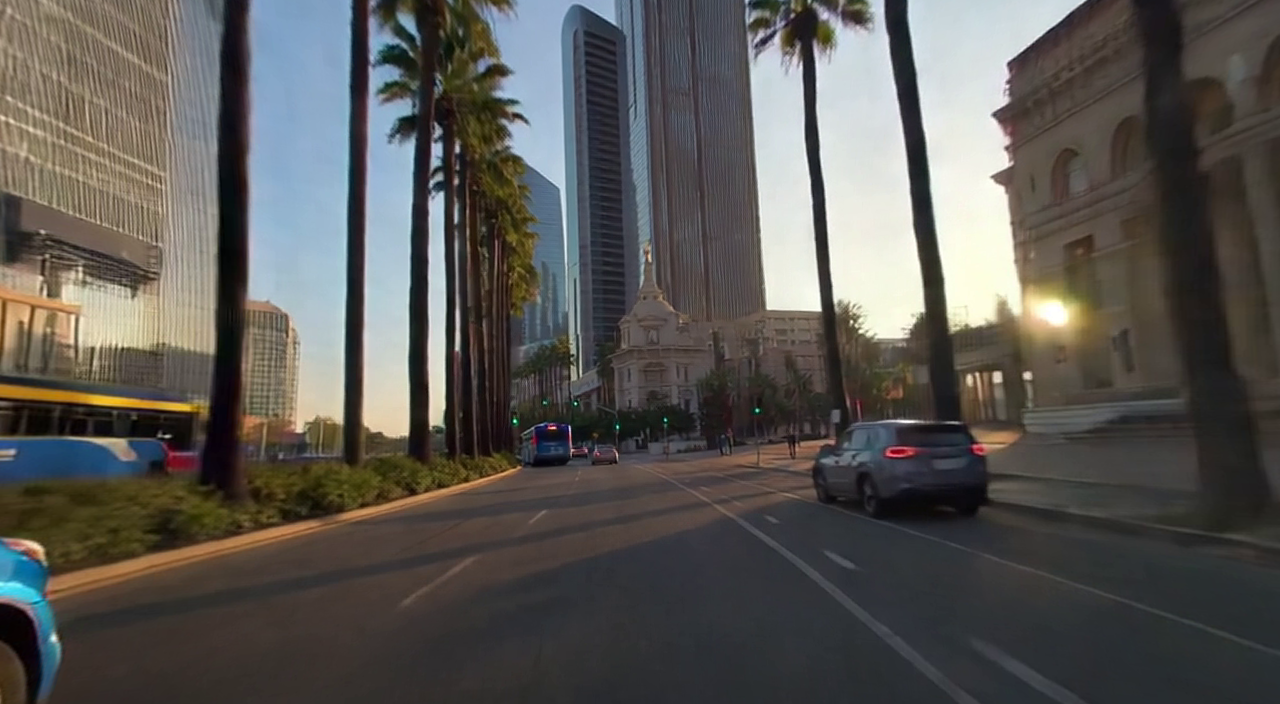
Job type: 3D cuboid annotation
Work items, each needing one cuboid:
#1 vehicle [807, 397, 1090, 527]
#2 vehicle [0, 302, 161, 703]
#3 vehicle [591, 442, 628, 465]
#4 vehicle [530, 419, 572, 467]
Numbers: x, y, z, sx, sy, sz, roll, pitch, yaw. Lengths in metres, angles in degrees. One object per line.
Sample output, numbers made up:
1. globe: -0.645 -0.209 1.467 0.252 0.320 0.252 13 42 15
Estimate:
1. vehicle: 5.177 1.970 11.816 2.212 1.854 5.419 0 -8 -4
2. vehicle: -3.475 0.491 0.659 2.120 1.826 4.737 0 -8 1
3. vehicle: -2.097 6.779 42.299 2.107 1.481 4.097 1 -8 -8
4. vehicle: -6.300 6.526 45.164 2.678 3.042 8.474 1 -8 -7
